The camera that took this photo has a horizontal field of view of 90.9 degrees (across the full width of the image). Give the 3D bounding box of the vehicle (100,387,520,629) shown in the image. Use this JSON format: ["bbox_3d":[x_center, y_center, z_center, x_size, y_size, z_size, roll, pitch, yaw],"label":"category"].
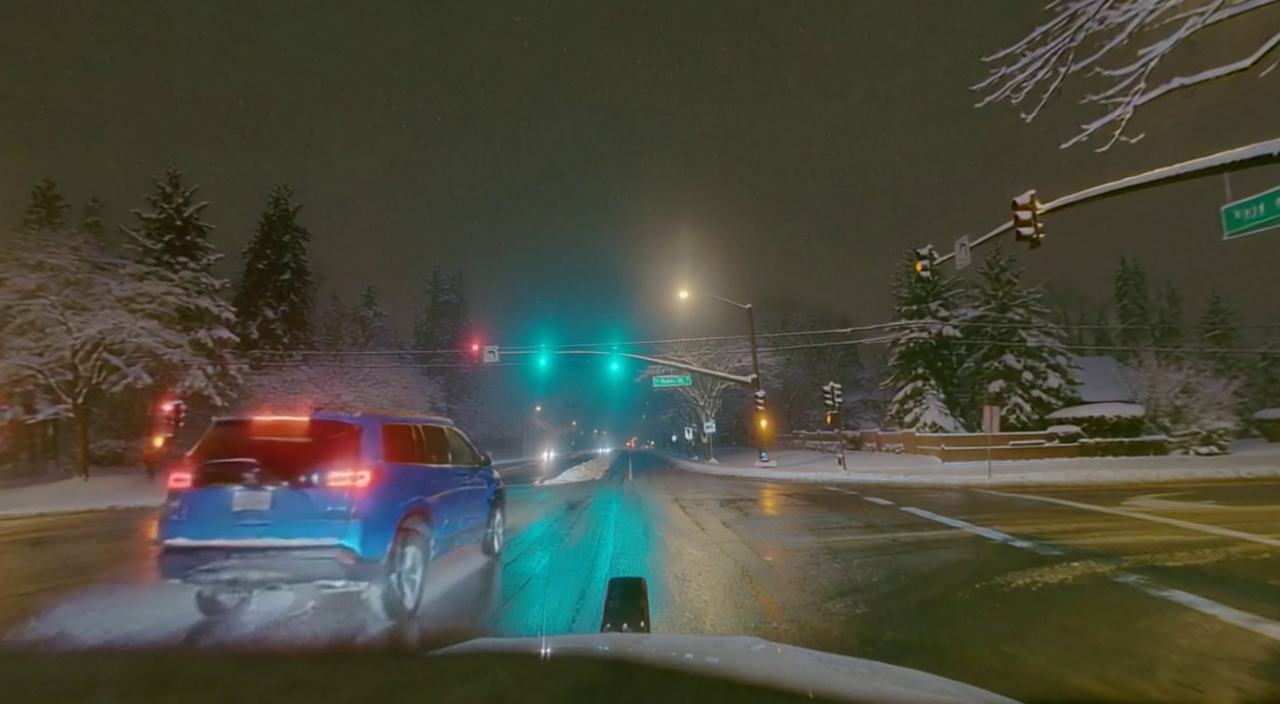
[{"bbox_3d":[-2.931,1.496,7.041,2.123,1.799,4.425,-1,-8,2],"label":"vehicle"}]
